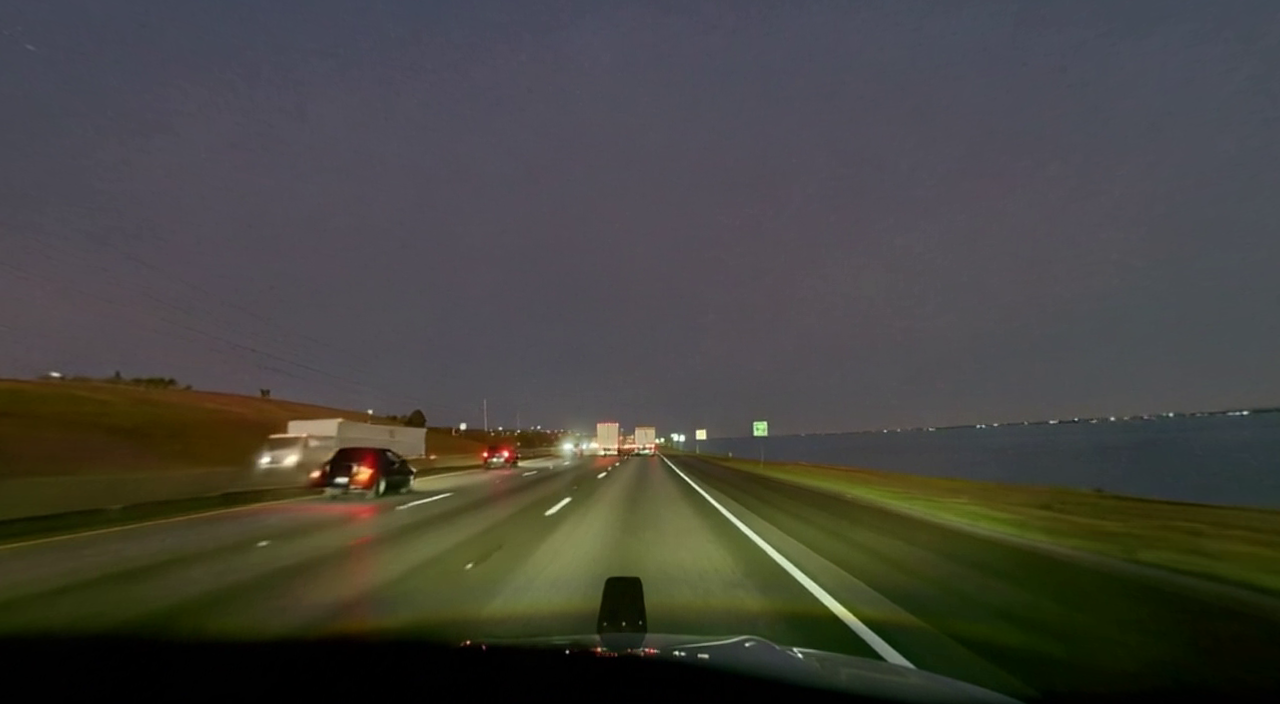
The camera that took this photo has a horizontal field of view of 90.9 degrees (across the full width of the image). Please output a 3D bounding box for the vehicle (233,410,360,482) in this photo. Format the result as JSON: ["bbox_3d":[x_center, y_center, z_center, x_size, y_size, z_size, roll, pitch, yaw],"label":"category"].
[{"bbox_3d":[-20.737,5.774,38.846,2.897,3.919,8.383,0,-8,1],"label":"vehicle"}]

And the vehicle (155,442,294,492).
[{"bbox_3d":[-17.091,4.696,26.358,2.205,1.847,5.210,0,-8,1],"label":"vehicle"}]
